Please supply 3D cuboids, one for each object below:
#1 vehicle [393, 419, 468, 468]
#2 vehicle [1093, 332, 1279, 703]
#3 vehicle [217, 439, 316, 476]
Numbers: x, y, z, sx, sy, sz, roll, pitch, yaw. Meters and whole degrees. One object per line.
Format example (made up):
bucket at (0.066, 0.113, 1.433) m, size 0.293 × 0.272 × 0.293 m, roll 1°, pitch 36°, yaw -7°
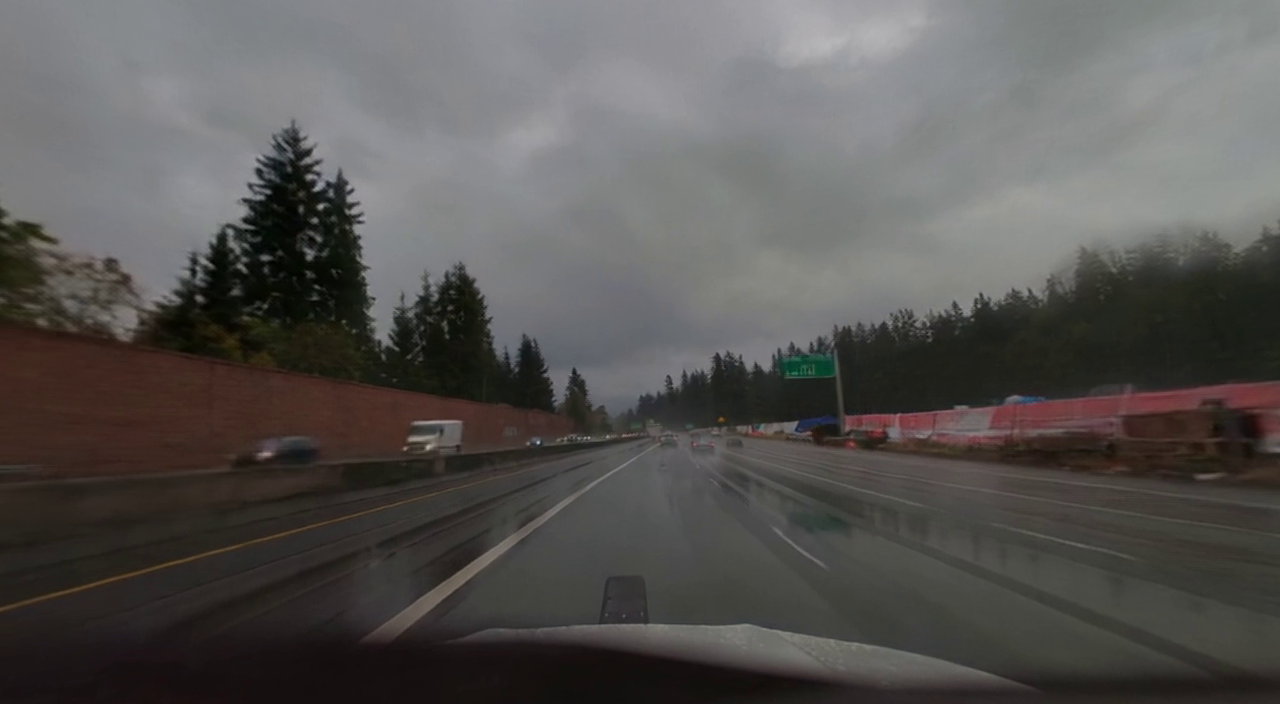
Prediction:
vehicle at (-12.655, 5.634, 38.648) m, size 2.503 × 2.743 × 5.712 m, roll 0°, pitch -8°, yaw 1°
vehicle at (3.829, 0.617, 1.405) m, size 2.190 × 1.783 × 4.637 m, roll 0°, pitch -8°, yaw 1°
vehicle at (-17.802, 5.037, 30.366) m, size 1.984 × 1.635 × 4.627 m, roll 0°, pitch -8°, yaw -1°
